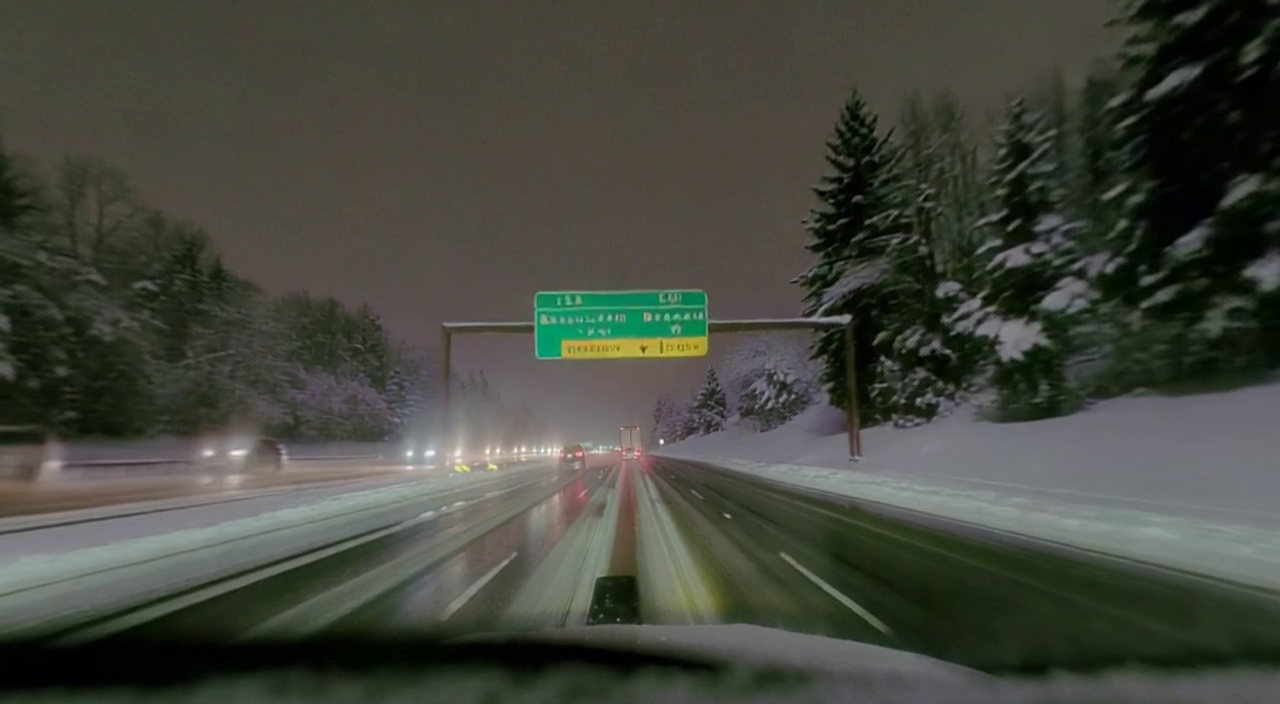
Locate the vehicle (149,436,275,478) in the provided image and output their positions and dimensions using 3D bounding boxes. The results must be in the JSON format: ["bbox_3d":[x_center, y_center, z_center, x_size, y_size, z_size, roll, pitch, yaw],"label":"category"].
[{"bbox_3d":[-17.050,4.225,25.328,1.843,1.510,4.698,0,-9,-1],"label":"vehicle"}]

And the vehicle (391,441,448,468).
[{"bbox_3d":[-12.946,6.024,37.024,1.831,1.460,4.414,0,-9,-1],"label":"vehicle"}]

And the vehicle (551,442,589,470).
[{"bbox_3d":[-4.497,6.754,40.876,2.098,1.692,4.038,0,-9,-1],"label":"vehicle"}]
